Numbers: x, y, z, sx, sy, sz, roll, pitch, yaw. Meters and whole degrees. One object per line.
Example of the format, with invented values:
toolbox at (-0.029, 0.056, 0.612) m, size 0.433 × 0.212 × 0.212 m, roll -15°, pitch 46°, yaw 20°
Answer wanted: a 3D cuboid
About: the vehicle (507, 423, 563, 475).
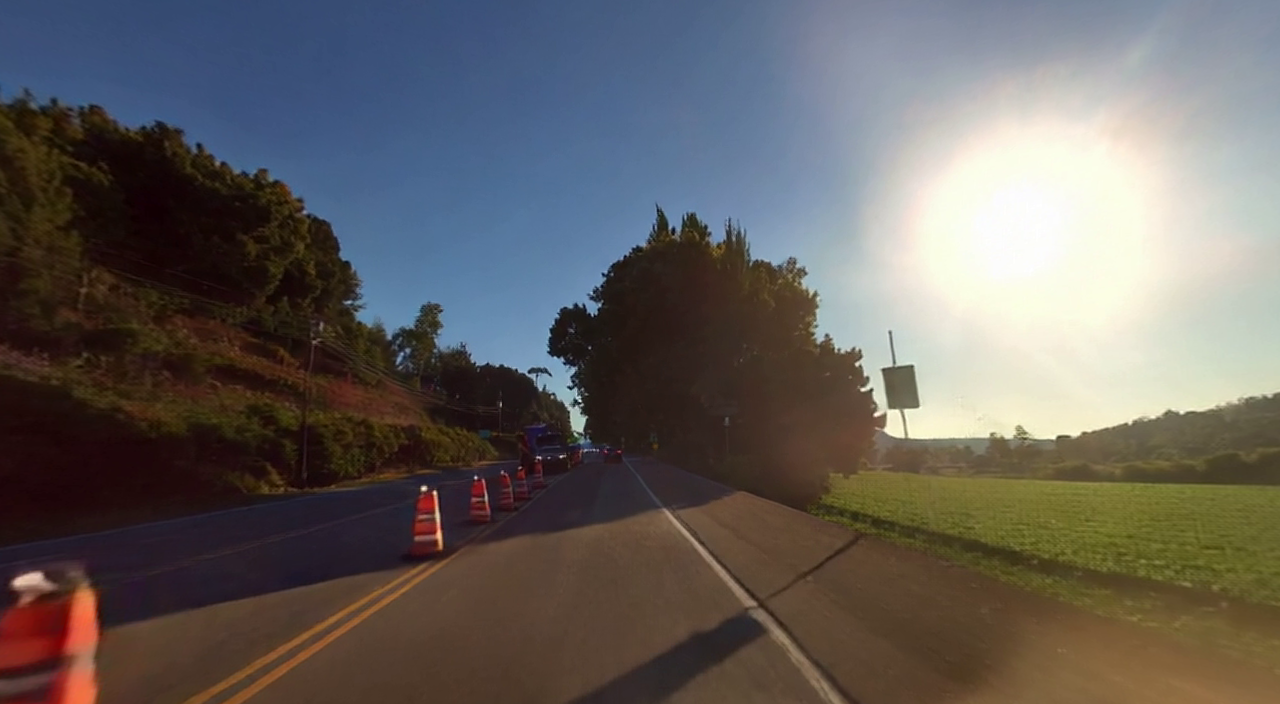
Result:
vehicle at (-5.329, 5.016, 32.690) m, size 2.380 × 2.488 × 4.028 m, roll 0°, pitch -8°, yaw -3°
